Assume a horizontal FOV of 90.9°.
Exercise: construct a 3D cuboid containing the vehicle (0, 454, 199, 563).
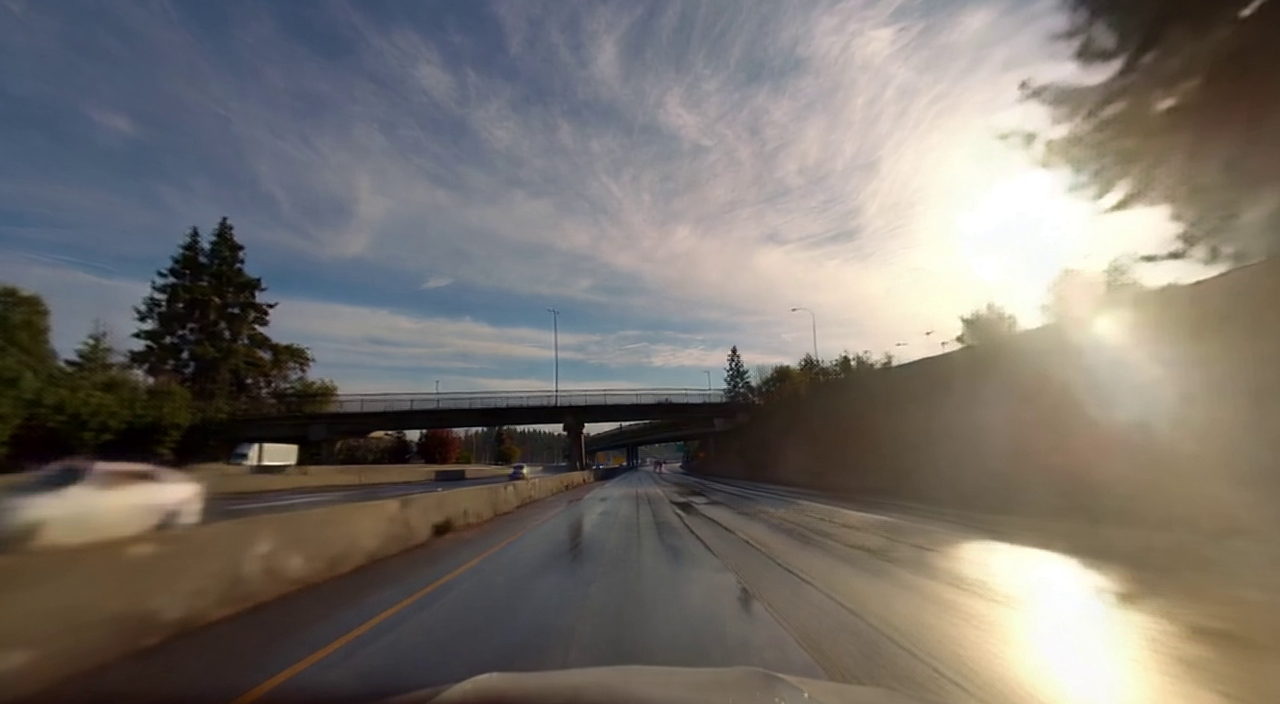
[{"bbox_3d":[-9.265,2.360,10.007,1.772,1.400,3.693,1,-10,0],"label":"vehicle"}]
